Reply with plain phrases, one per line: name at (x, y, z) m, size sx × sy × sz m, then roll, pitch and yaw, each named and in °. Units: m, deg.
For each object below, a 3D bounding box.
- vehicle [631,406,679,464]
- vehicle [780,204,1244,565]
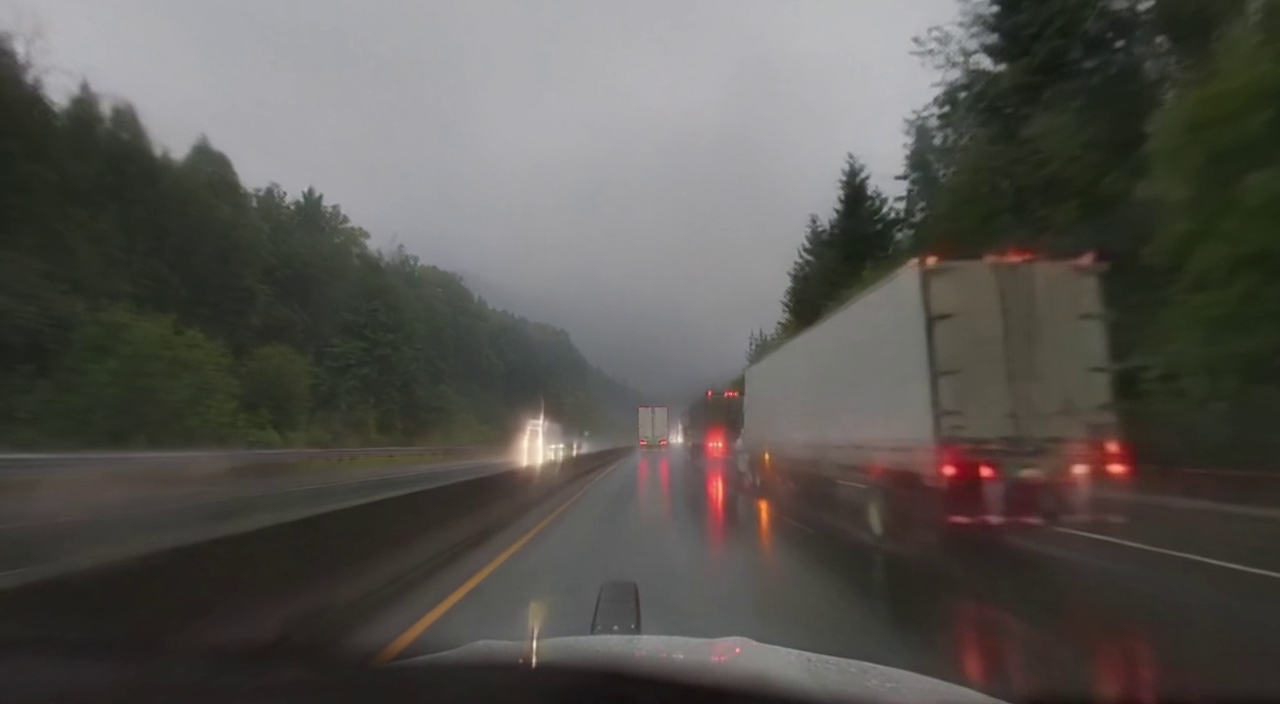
vehicle at (0.875, 5.201, 39.244) m, size 2.644 × 3.247 × 7.454 m, roll -1°, pitch -8°, yaw 1°
vehicle at (4.903, 0.854, 11.031) m, size 2.843 × 3.940 × 8.349 m, roll -1°, pitch -8°, yaw 0°
